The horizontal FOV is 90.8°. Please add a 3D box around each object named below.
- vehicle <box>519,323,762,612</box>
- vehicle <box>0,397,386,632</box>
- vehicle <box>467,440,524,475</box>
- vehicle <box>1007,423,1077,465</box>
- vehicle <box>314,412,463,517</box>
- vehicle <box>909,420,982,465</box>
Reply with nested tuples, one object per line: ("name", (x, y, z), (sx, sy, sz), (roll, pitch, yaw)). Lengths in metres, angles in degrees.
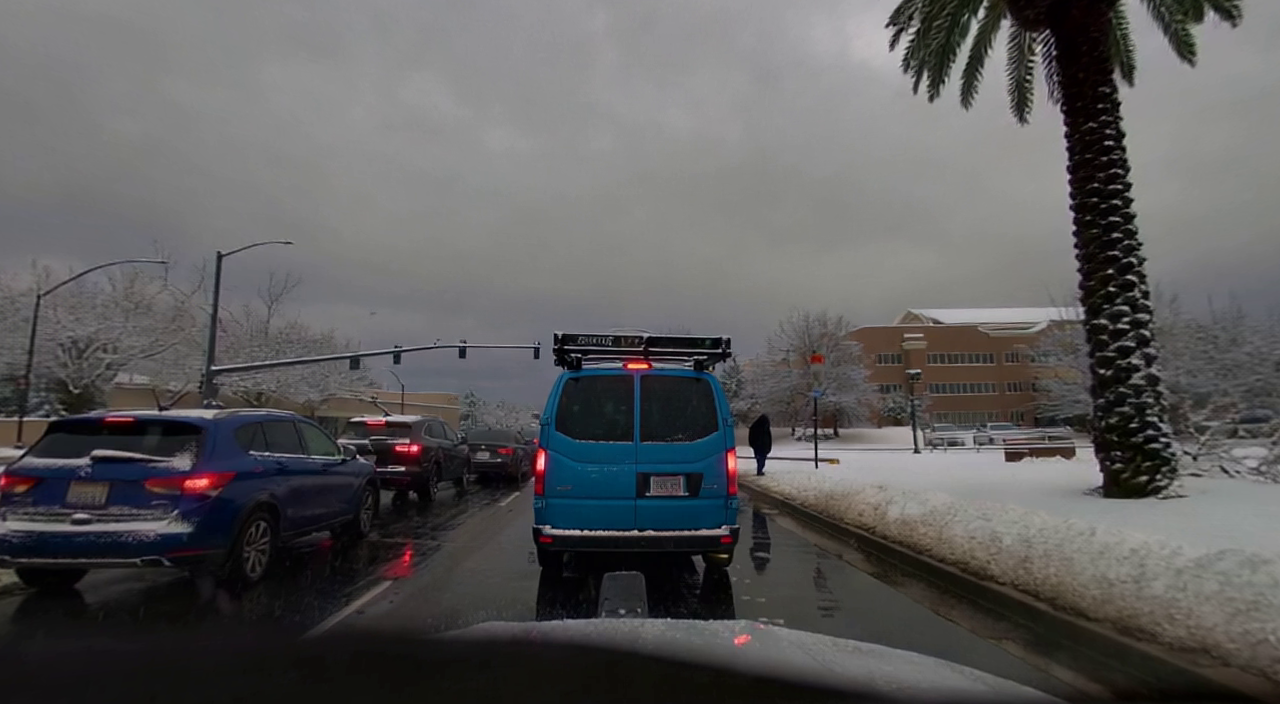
("vehicle", (-0.204, 1.206, 7.176), (1.902, 2.238, 4.263), (1, -9, -6))
("vehicle", (-4.382, 1.470, 6.678), (1.986, 1.643, 4.315), (1, -9, -6))
("vehicle", (-6.827, 4.891, 29.587), (1.818, 1.479, 4.428), (4, -9, -22))
("vehicle", (15.799, 3.612, 24.726), (2.048, 1.475, 3.972), (-6, -10, 34))
("vehicle", (-5.215, 2.392, 13.896), (2.089, 1.854, 5.022), (2, -9, -11))
("vehicle", (12.654, 3.754, 26.045), (2.046, 1.675, 3.924), (-6, -10, 33))
